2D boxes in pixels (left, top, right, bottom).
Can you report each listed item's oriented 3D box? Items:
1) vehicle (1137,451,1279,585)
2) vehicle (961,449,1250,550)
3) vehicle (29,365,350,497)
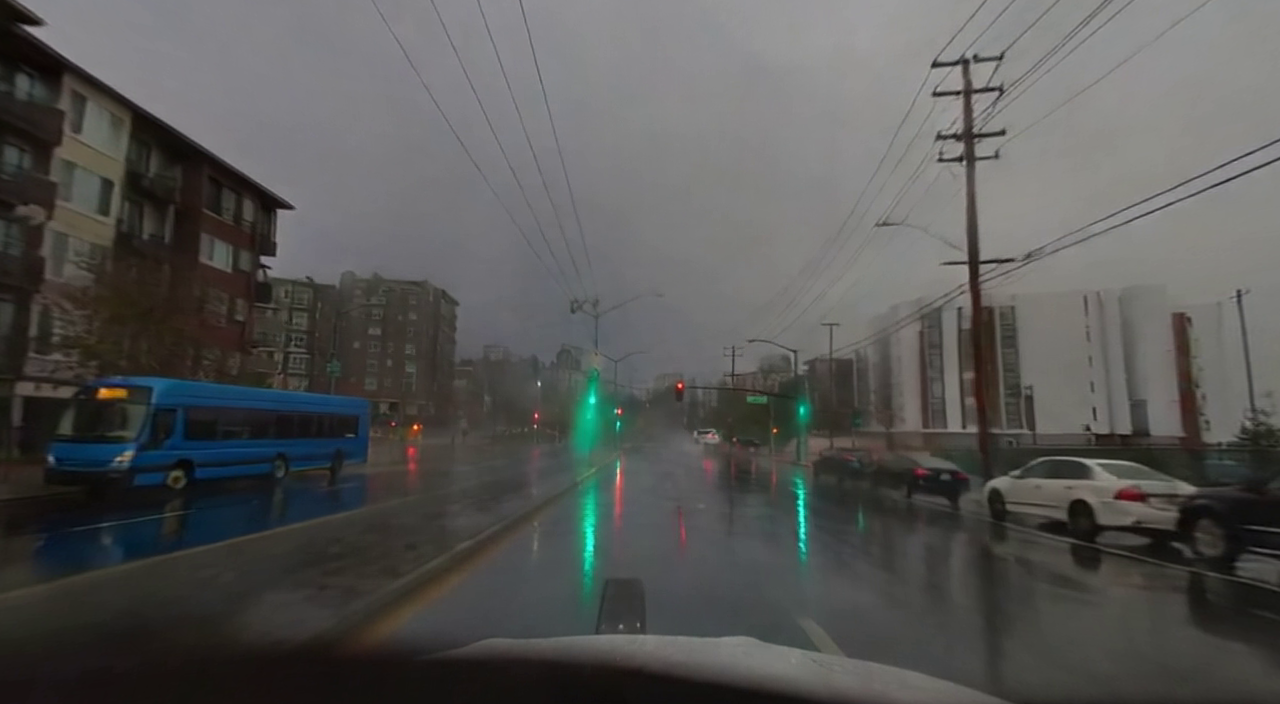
[{"bbox_3d":[8.183,1.821,6.714,1.996,1.473,4.740,0,-8,1],"label":"vehicle"},{"bbox_3d":[8.235,2.582,11.880,1.914,1.473,4.507,0,-8,-1],"label":"vehicle"},{"bbox_3d":[-13.653,2.703,20.961,3.060,3.307,9.997,0,-8,1],"label":"vehicle"}]
